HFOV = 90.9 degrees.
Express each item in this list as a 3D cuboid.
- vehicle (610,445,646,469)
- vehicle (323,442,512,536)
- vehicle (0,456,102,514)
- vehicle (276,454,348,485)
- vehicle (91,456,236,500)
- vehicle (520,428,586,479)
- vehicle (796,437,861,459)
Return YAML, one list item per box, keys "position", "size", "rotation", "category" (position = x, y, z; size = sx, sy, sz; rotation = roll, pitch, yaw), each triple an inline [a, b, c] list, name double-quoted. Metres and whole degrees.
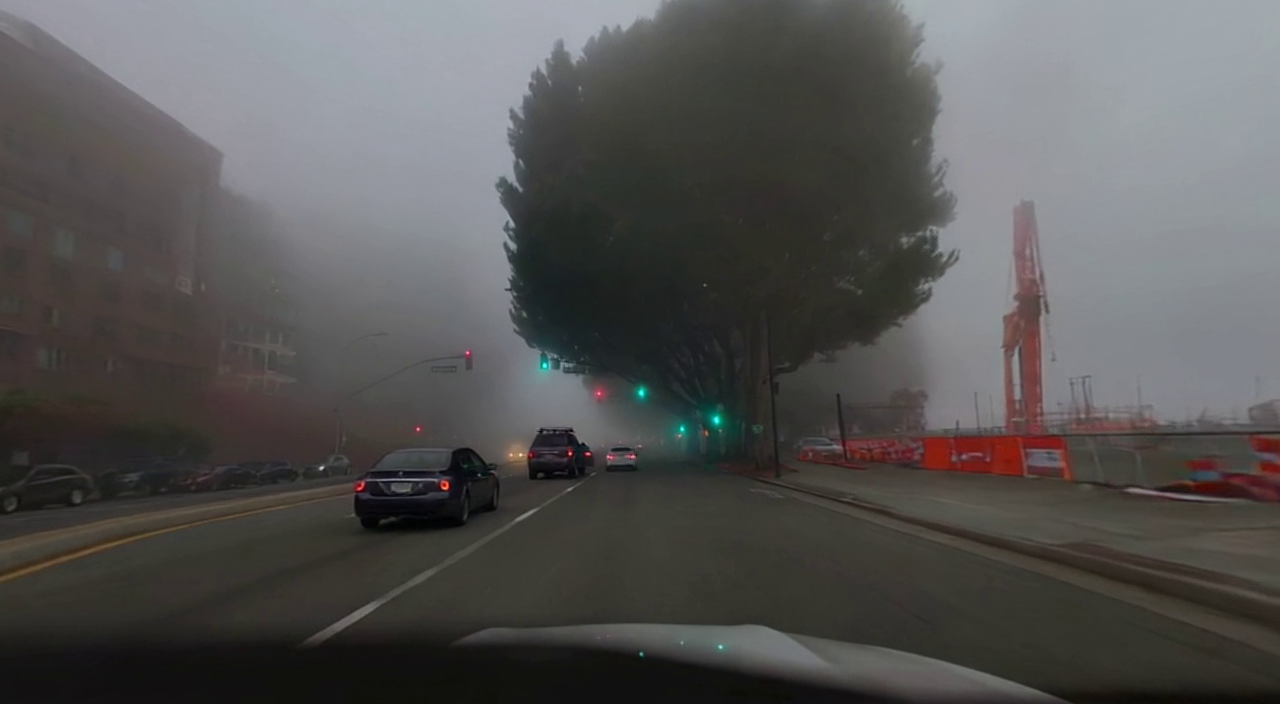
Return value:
- position: [-0.737, 6.632, 40.051]
  size: [2.171, 1.422, 4.146]
  rotation: [0, -9, 0]
  category: "vehicle"
- position: [-3.887, 2.448, 11.981]
  size: [1.959, 1.406, 4.527]
  rotation: [0, -9, 0]
  category: "vehicle"
- position: [-19.709, 4.098, 19.585]
  size: [2.029, 1.637, 4.338]
  rotation: [0, -9, 1]
  category: "vehicle"
- position: [-19.610, 7.020, 37.962]
  size: [1.965, 1.539, 4.461]
  rotation: [-4, -9, 1]
  category: "vehicle"
- position: [-19.589, 5.165, 26.276]
  size: [1.993, 1.552, 5.039]
  rotation: [-1, -9, 2]
  category: "vehicle"
- position: [-3.797, 4.565, 28.495]
  size: [2.240, 2.054, 4.662]
  rotation: [0, -9, 1]
  category: "vehicle"
- position: [13.197, 6.710, 44.182]
  size: [4.061, 1.465, 1.803]
  rotation: [2, -8, -18]
  category: "vehicle"
